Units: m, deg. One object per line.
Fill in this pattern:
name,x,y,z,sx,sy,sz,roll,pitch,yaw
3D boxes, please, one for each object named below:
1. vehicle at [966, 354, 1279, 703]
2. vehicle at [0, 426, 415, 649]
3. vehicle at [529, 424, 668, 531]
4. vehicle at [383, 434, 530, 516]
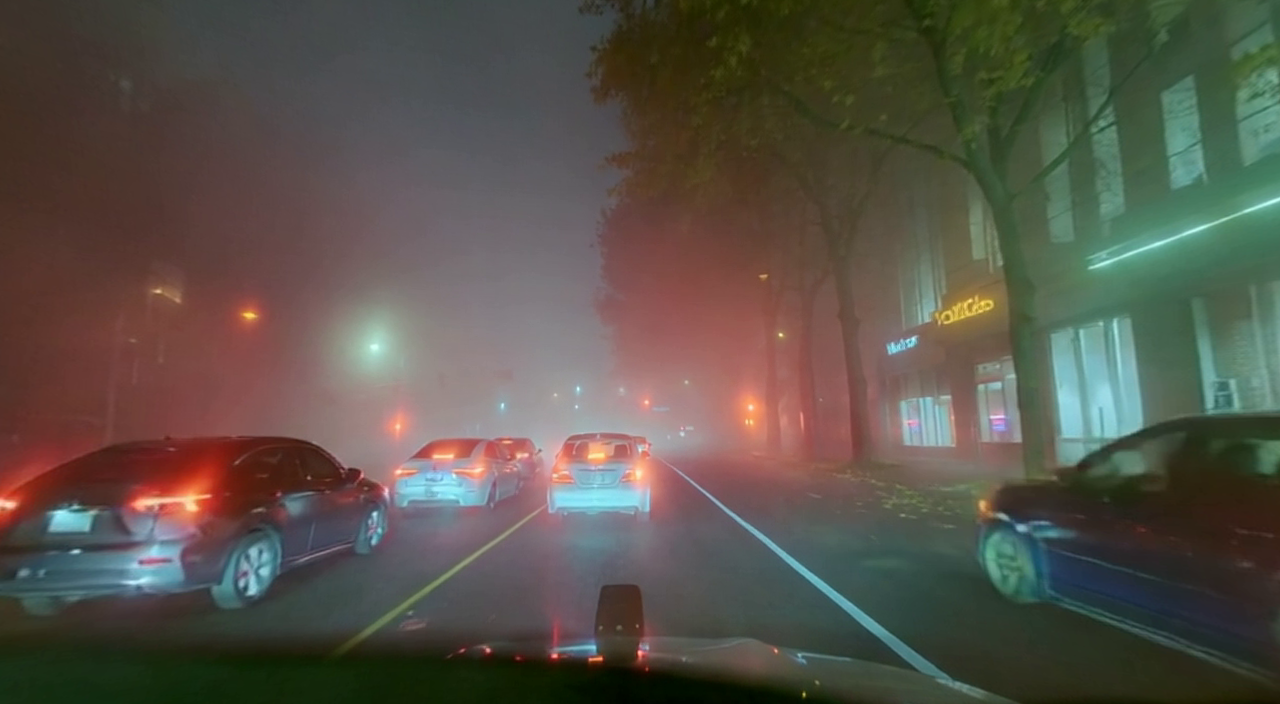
vehicle,3.752,0.884,2.977,2.097,1.651,4.300,0,-9,0
vehicle,-4.138,1.566,6.483,2.020,1.457,4.496,0,-9,0
vehicle,-0.632,2.142,11.342,2.042,1.555,3.912,0,-9,-1
vehicle,-3.744,2.576,13.737,1.950,1.487,4.130,0,-9,0
